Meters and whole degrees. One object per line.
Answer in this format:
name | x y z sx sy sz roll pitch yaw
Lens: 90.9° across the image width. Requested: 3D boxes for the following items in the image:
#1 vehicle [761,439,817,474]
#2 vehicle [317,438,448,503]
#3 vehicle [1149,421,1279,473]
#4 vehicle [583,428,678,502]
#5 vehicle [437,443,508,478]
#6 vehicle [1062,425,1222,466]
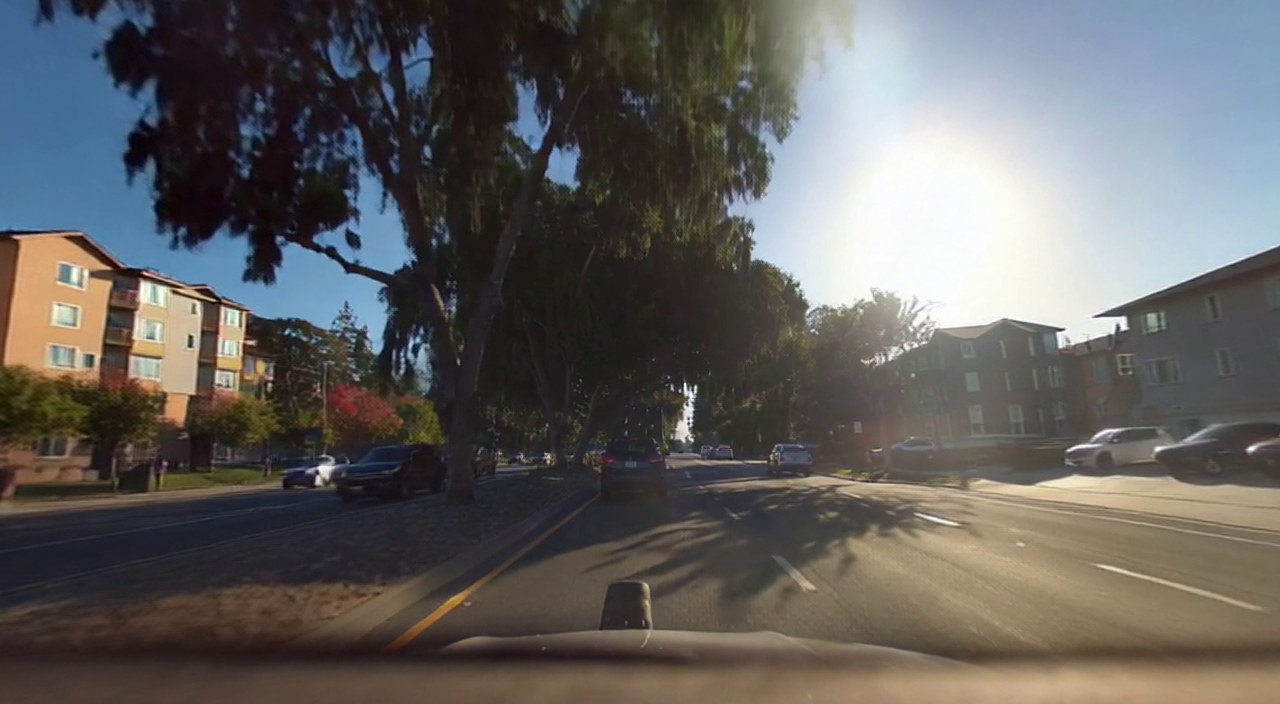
vehicle | 7.677 5.419 32.901 1.971 1.722 4.341 0 -9 1
vehicle | -7.860 3.629 19.848 2.119 1.778 4.760 0 -9 0
vehicle | 18.587 2.897 19.223 4.292 1.496 1.984 0 -9 1
vehicle | -0.156 3.149 17.980 2.332 1.798 4.546 0 -8 2
vehicle | -9.891 6.454 37.891 2.238 1.906 6.264 -1 -8 3
vehicle | 19.317 3.631 24.427 4.474 1.524 1.893 -1 -9 3
